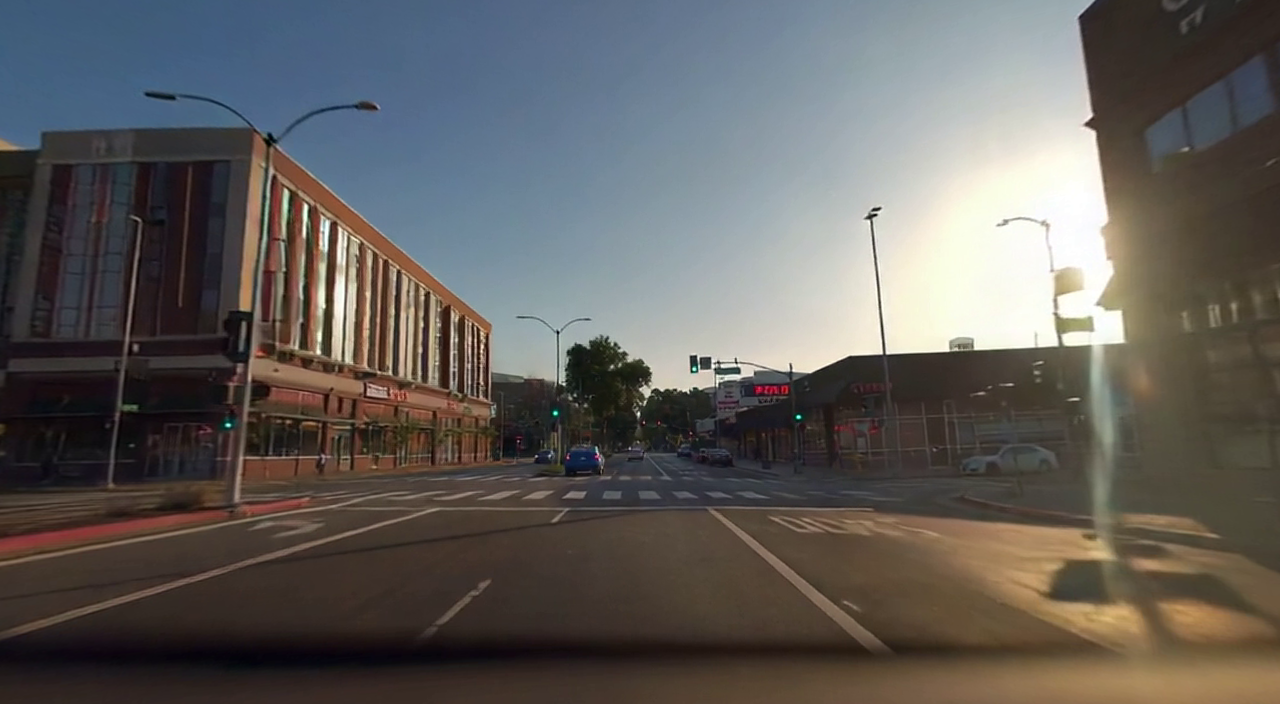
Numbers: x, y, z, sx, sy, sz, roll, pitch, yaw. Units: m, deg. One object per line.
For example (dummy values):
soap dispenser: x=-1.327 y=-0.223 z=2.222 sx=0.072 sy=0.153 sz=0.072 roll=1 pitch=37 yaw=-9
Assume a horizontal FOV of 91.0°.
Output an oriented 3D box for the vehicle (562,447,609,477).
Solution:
vehicle: x=-2.793 y=5.729 z=33.056 sx=2.078 sy=1.471 sz=4.217 roll=0 pitch=-9 yaw=0

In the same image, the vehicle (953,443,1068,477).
vehicle: x=17.353 y=5.060 z=29.639 sx=4.040 sy=1.514 sz=2.095 roll=0 pitch=-9 yaw=-2

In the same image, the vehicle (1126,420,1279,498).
vehicle: x=14.946 y=2.559 z=15.243 sx=4.568 sy=1.729 sz=2.131 roll=0 pitch=-9 yaw=-2
